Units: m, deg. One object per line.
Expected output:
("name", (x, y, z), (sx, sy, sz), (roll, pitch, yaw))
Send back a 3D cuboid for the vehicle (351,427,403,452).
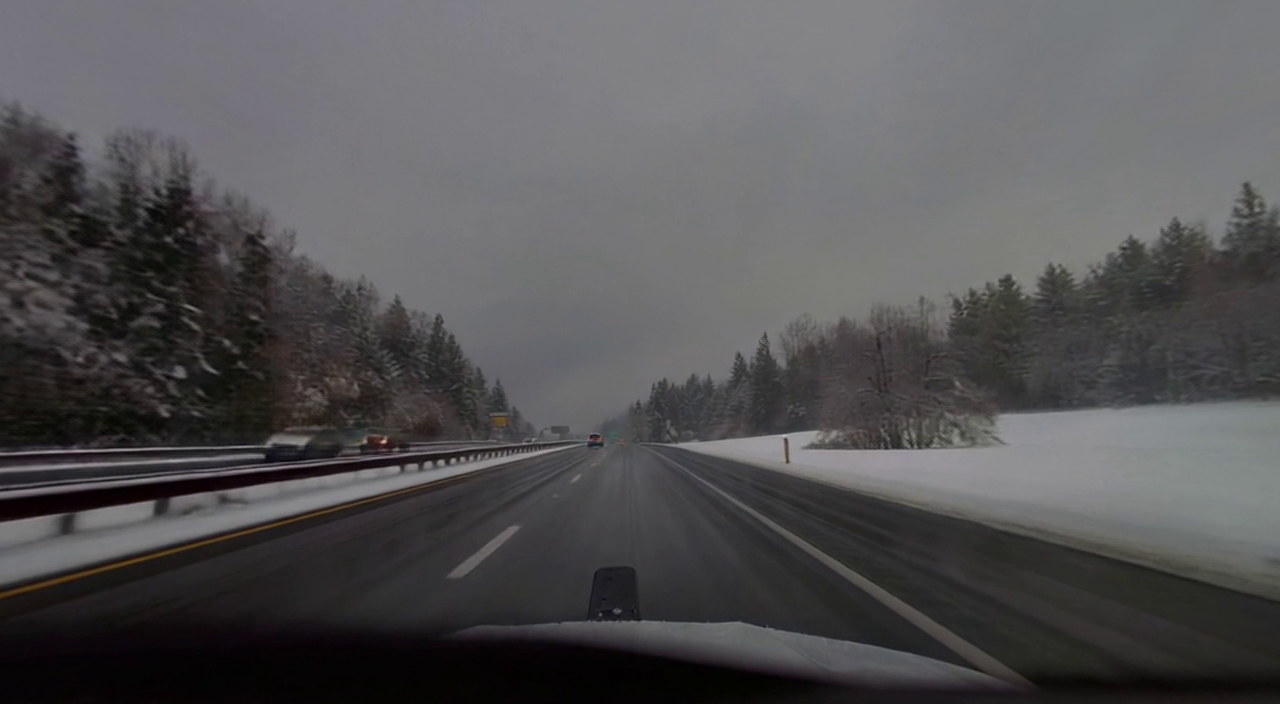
("vehicle", (-18.367, 6.138, 44.261), (1.835, 1.601, 4.326), (0, -8, -1))
